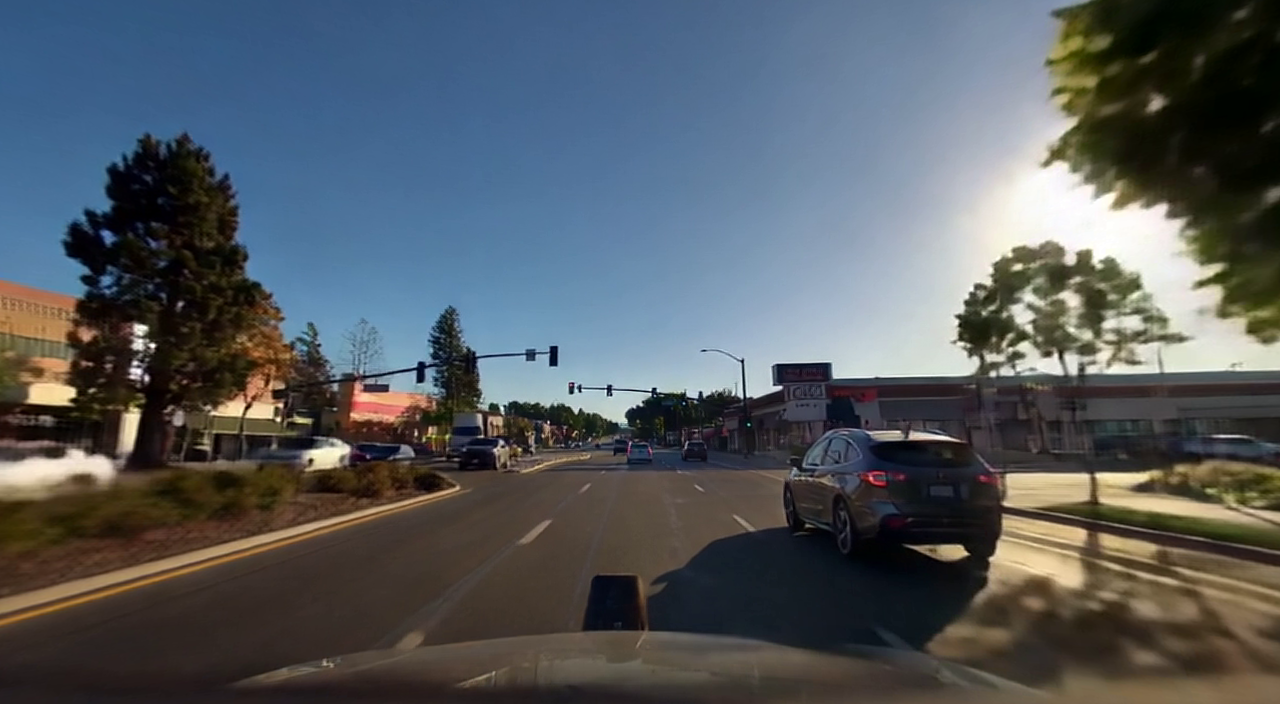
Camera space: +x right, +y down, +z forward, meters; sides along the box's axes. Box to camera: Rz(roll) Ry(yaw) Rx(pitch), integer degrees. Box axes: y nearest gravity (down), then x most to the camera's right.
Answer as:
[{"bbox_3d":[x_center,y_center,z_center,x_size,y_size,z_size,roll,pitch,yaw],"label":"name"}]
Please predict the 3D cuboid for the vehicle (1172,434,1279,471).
[{"bbox_3d":[31.406,5.307,33.505,1.980,1.792,4.850,0,-9,-1],"label":"vehicle"}]

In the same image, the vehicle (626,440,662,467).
[{"bbox_3d":[0.193,6.095,37.943,2.023,1.532,3.891,0,-9,-2],"label":"vehicle"}]

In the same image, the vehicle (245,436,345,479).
[{"bbox_3d":[-14.082,4.320,26.085,1.847,1.624,3.927,0,-9,1],"label":"vehicle"}]

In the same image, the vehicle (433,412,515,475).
[{"bbox_3d":[-7.386,4.187,28.876,2.334,2.525,5.893,0,-9,-2],"label":"vehicle"}]

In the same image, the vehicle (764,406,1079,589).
[{"bbox_3d":[3.053,1.678,8.123,1.969,1.682,4.387,0,-9,-1],"label":"vehicle"}]

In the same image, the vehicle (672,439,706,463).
[{"bbox_3d":[3.549,7.302,46.514,2.085,1.668,4.077,0,-9,0],"label":"vehicle"}]

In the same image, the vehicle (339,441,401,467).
[{"bbox_3d":[-17.791,6.718,41.897,1.946,1.606,5.136,0,-9,-1],"label":"vehicle"}]
